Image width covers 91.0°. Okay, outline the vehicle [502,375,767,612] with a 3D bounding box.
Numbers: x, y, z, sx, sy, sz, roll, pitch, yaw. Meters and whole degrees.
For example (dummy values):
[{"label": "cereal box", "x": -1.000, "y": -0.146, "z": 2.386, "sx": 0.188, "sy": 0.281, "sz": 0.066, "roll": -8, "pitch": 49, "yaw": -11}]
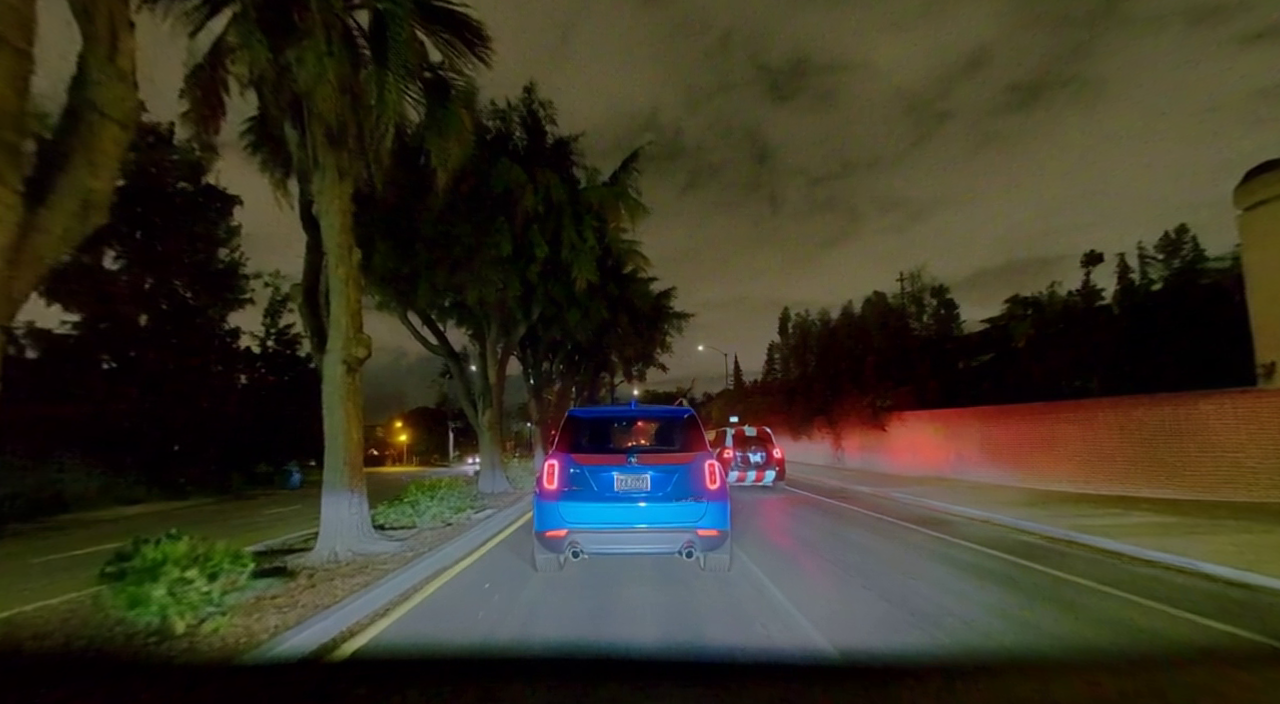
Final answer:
[{"label": "vehicle", "x": -0.075, "y": 1.293, "z": 6.405, "sx": 1.984, "sy": 1.777, "sz": 3.148, "roll": 0, "pitch": -8, "yaw": -1}]
